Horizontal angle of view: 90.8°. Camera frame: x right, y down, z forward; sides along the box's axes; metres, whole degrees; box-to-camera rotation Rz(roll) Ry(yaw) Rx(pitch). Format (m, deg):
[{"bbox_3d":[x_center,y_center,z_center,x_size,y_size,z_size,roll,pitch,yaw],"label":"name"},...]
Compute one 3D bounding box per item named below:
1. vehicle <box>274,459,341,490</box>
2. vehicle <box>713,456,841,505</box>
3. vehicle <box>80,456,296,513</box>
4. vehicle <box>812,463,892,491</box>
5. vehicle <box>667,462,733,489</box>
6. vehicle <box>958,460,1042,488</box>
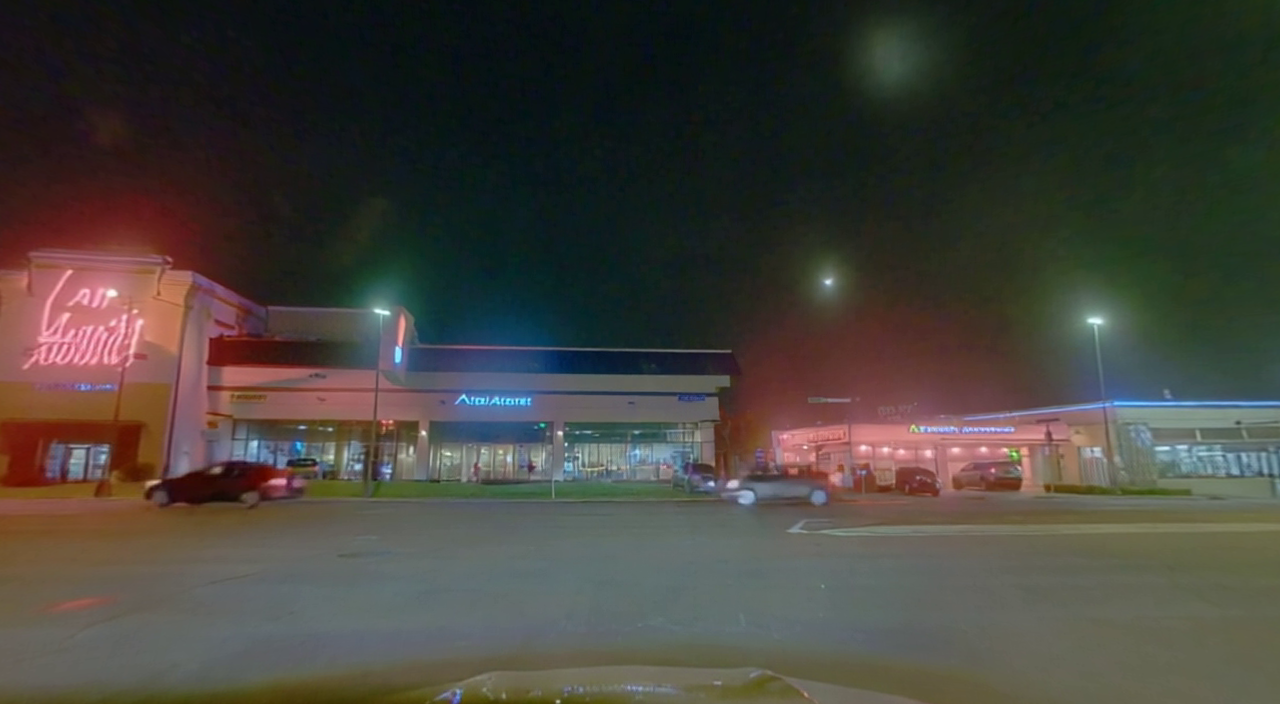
[{"bbox_3d":[-19.976,7.287,37.865,4.596,1.680,1.936,-7,-11,41],"label":"vehicle"},{"bbox_3d":[4.808,4.552,22.570,4.073,1.609,1.813,1,-9,-4],"label":"vehicle"},{"bbox_3d":[-12.915,3.800,18.368,4.661,1.478,1.878,1,-9,-7],"label":"vehicle"},{"bbox_3d":[13.014,7.678,38.999,1.791,1.453,4.593,5,-10,-29],"label":"vehicle"},{"bbox_3d":[3.646,7.600,39.179,1.812,1.468,4.519,5,-10,-29],"label":"vehicle"},{"bbox_3d":[25.780,8.689,45.323,4.838,1.799,1.914,-7,-11,39],"label":"vehicle"}]
